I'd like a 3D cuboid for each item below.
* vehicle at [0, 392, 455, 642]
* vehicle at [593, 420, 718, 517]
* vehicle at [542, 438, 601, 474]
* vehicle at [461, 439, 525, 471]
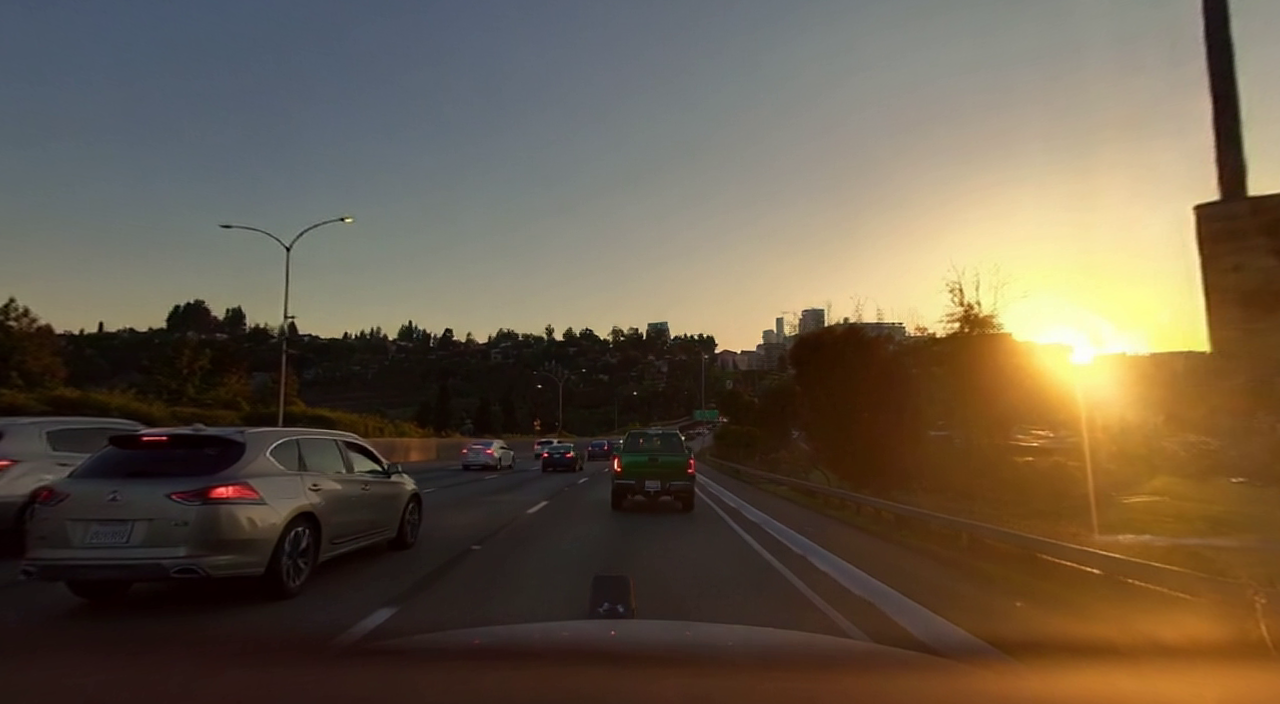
[{"bbox_3d":[-3.731,1.450,6.568,2.076,1.688,4.334,-1,-9,3],"label":"vehicle"},{"bbox_3d":[0.313,2.430,13.620,2.235,1.716,4.435,0,-9,1],"label":"vehicle"},{"bbox_3d":[-2.905,4.528,27.715,1.868,1.470,4.105,-1,-9,4],"label":"vehicle"},{"bbox_3d":[-7.104,5.009,30.956,1.856,1.459,4.251,-1,-9,4],"label":"vehicle"}]
